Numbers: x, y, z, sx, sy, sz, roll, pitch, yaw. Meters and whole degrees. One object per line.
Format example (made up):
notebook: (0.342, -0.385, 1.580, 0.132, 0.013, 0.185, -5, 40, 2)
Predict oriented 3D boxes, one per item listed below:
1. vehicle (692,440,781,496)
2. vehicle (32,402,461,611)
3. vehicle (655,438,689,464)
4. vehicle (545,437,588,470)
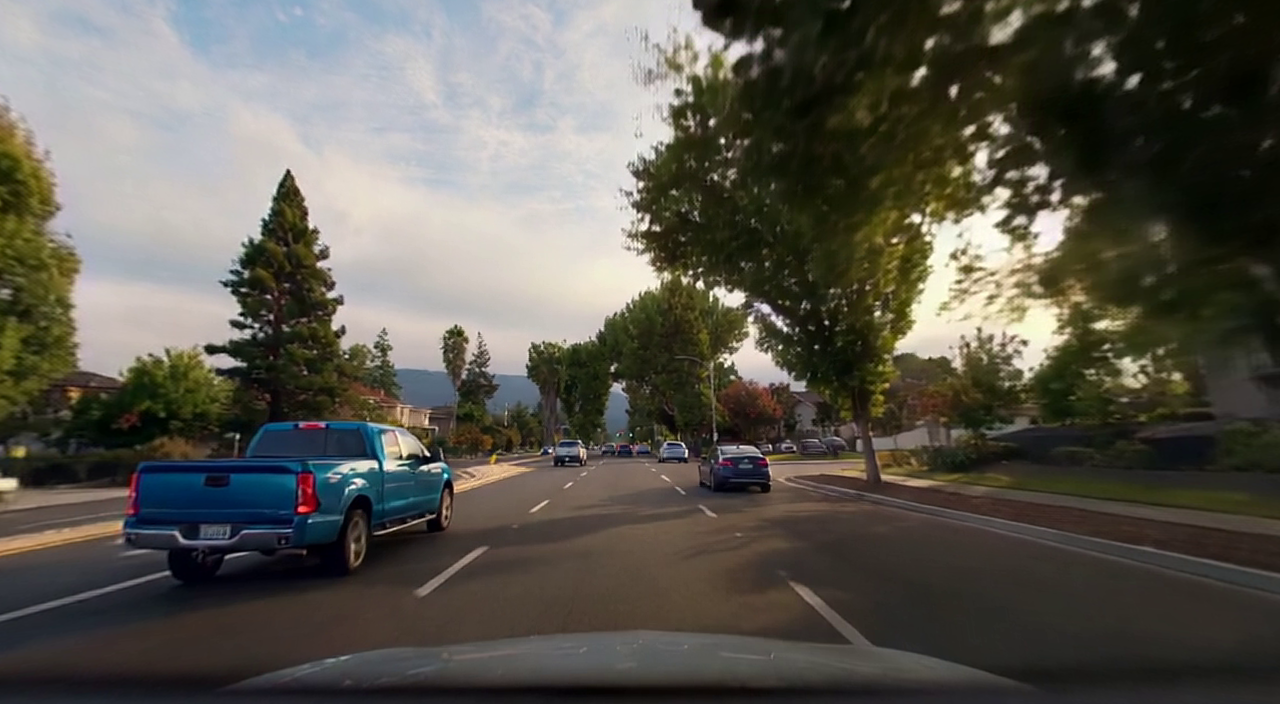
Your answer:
vehicle: (2.760, 3.418, 19.094, 1.884, 1.463, 4.195, 0, -8, -2)
vehicle: (-4.076, 1.683, 8.041, 2.111, 1.745, 5.274, 0, -8, -1)
vehicle: (2.386, 7.435, 47.649, 2.099, 1.845, 4.363, 0, -8, -3)
vehicle: (-4.438, 6.202, 38.811, 2.218, 1.829, 4.492, 0, -8, -1)
